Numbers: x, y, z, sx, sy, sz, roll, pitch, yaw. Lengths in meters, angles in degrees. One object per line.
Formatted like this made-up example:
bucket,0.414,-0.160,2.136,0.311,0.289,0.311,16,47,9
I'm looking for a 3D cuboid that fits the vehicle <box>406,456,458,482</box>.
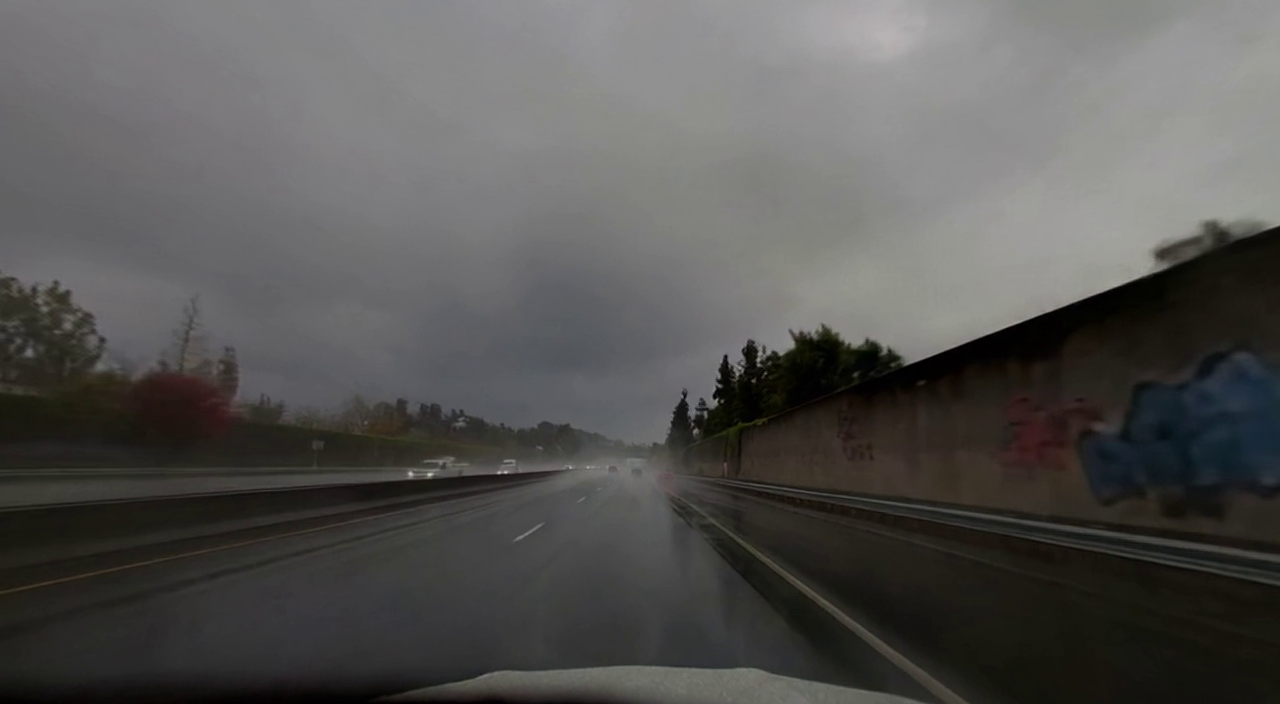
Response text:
vehicle,-13.279,7.514,40.466,1.929,1.496,4.012,1,-11,1
